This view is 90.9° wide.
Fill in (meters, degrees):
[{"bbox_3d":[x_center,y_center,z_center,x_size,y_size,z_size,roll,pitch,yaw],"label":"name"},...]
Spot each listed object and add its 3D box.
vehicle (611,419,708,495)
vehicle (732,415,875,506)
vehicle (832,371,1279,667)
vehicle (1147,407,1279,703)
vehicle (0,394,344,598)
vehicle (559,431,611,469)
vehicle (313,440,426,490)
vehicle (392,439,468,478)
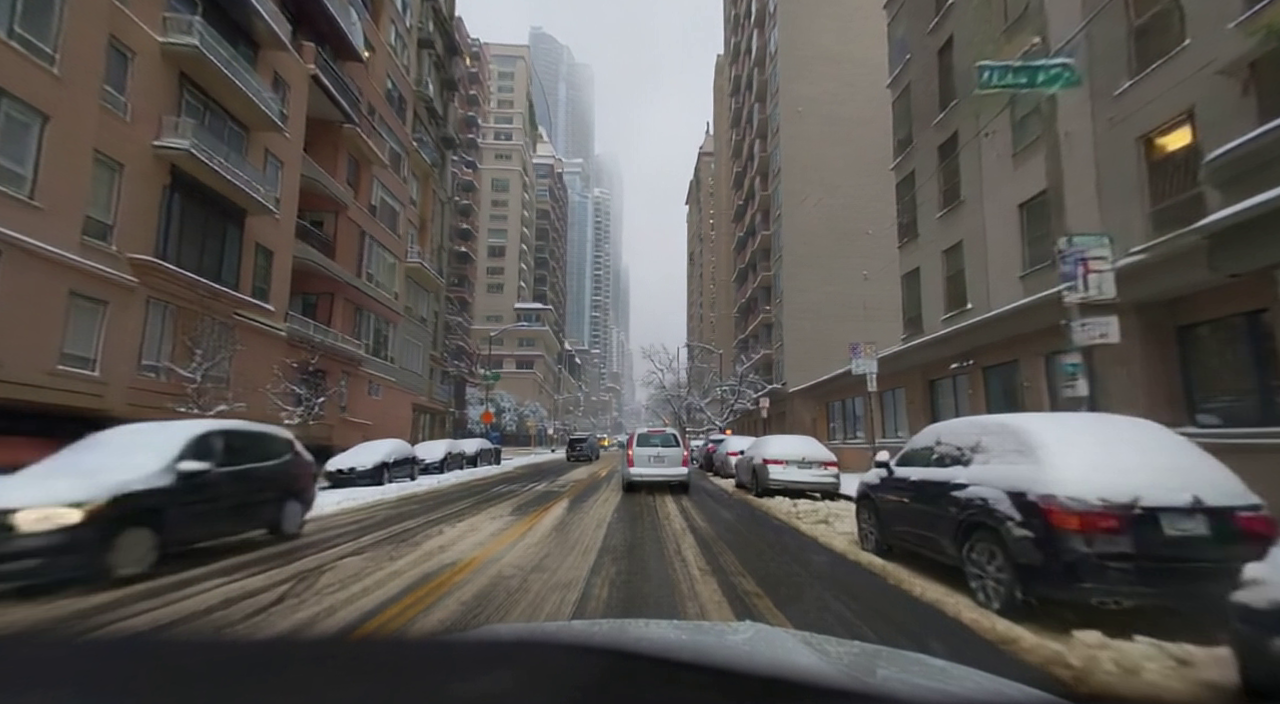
[{"bbox_3d":[0.486,2.767,16.791,2.261,1.740,4.065,0,-9,1],"label":"vehicle"},{"bbox_3d":[3.675,2.564,15.214,2.158,1.828,4.573,0,-9,-1],"label":"vehicle"},{"bbox_3d":[3.673,1.328,6.117,2.076,1.722,4.721,0,-9,-1],"label":"vehicle"},{"bbox_3d":[3.548,0.709,0.897,2.033,1.470,4.502,-1,-9,3],"label":"vehicle"},{"bbox_3d":[-6.225,1.675,8.202,2.345,1.831,4.828,0,-9,0],"label":"vehicle"},{"bbox_3d":[-2.649,4.850,31.315,2.219,1.746,4.197,0,-9,0],"label":"vehicle"},{"bbox_3d":[-9.309,3.915,22.173,2.002,1.546,4.339,0,-9,1],"label":"vehicle"},{"bbox_3d":[-9.279,4.739,28.255,1.955,1.555,4.424,0,-9,-1],"label":"vehicle"}]
